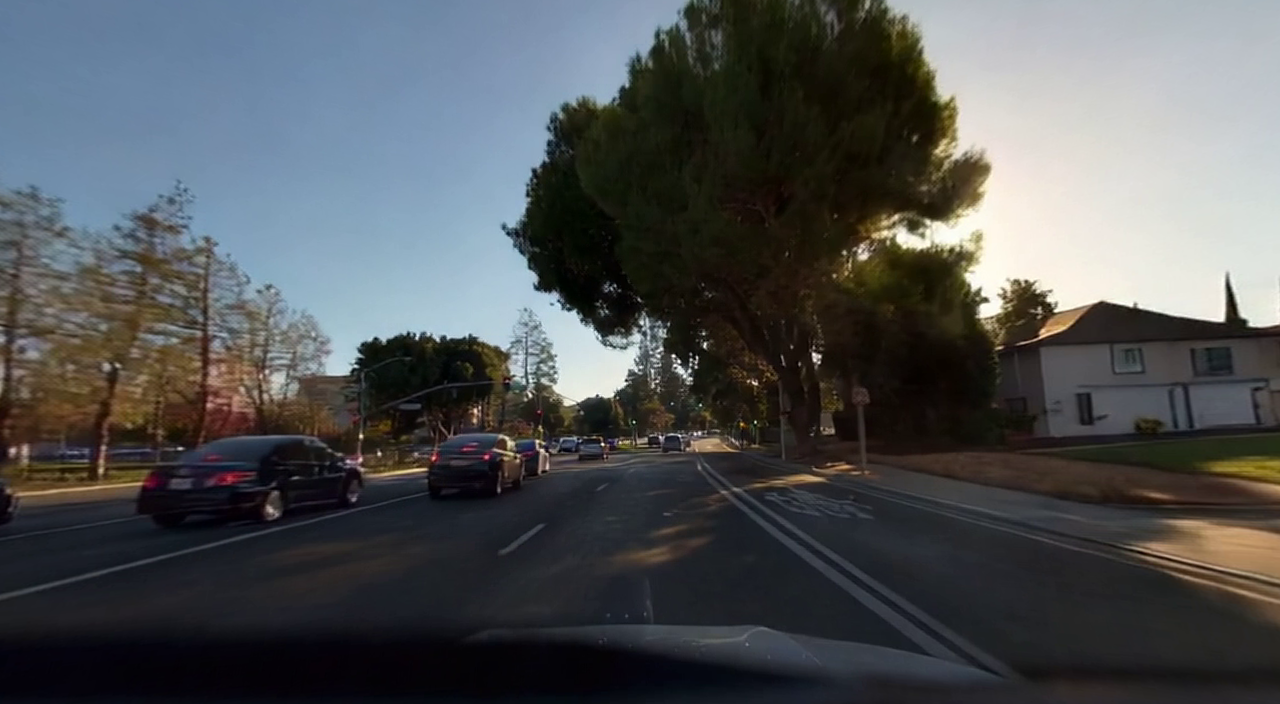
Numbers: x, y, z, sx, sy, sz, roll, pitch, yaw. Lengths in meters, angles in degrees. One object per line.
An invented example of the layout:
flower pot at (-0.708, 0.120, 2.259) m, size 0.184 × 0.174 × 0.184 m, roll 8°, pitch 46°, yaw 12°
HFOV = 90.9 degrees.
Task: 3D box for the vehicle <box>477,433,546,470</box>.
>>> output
vehicle at (-6.057, 4.765, 30.312) m, size 2.121 × 1.630 × 4.642 m, roll 0°, pitch -8°, yaw 3°

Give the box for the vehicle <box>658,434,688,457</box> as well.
vehicle at (2.584, 7.151, 48.440) m, size 2.197 × 1.682 × 3.642 m, roll -1°, pitch -8°, yaw 5°

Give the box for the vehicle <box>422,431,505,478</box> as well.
vehicle at (-6.622, 3.894, 24.108) m, size 1.870 × 1.616 × 3.765 m, roll 0°, pitch -8°, yaw 3°

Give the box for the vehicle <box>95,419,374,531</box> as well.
vehicle at (-6.784, 2.096, 11.328) m, size 1.988 × 1.597 × 4.404 m, roll 0°, pitch -8°, yaw 1°

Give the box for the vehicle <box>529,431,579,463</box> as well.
vehicle at (-5.206, 5.842, 38.826) m, size 1.951 × 1.809 × 4.917 m, roll -1°, pitch -8°, yaw 5°

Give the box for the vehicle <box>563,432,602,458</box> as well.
vehicle at (-4.294, 7.061, 47.935) m, size 2.111 × 1.864 × 4.932 m, roll -1°, pitch -8°, yaw 5°
